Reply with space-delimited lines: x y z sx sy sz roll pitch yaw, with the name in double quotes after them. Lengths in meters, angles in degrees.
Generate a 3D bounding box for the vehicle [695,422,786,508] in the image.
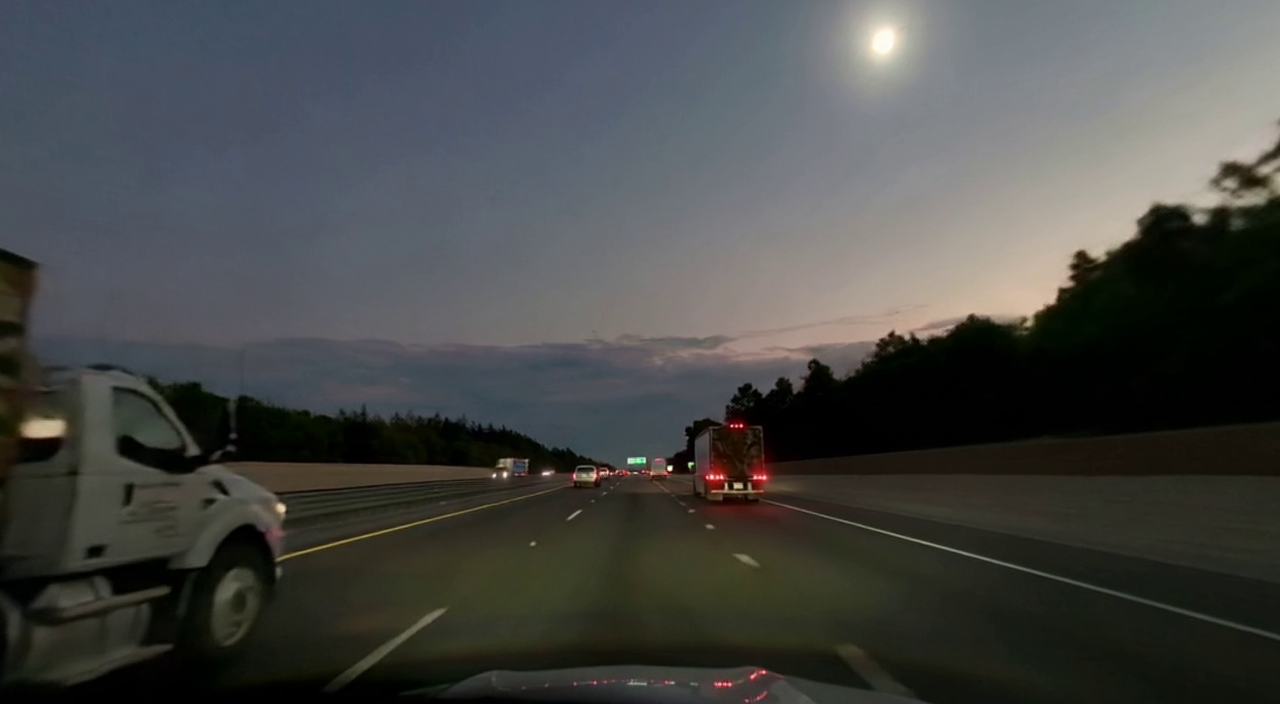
3.798 4.506 25.065 2.703 2.988 5.097 1 -10 -1 "vehicle"

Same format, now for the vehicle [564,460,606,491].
-3.486 7.933 40.584 2.204 1.852 4.661 1 -10 1 "vehicle"

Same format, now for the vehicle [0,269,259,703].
-3.505 0.453 1.097 2.378 1.930 5.086 1 -10 1 "vehicle"
